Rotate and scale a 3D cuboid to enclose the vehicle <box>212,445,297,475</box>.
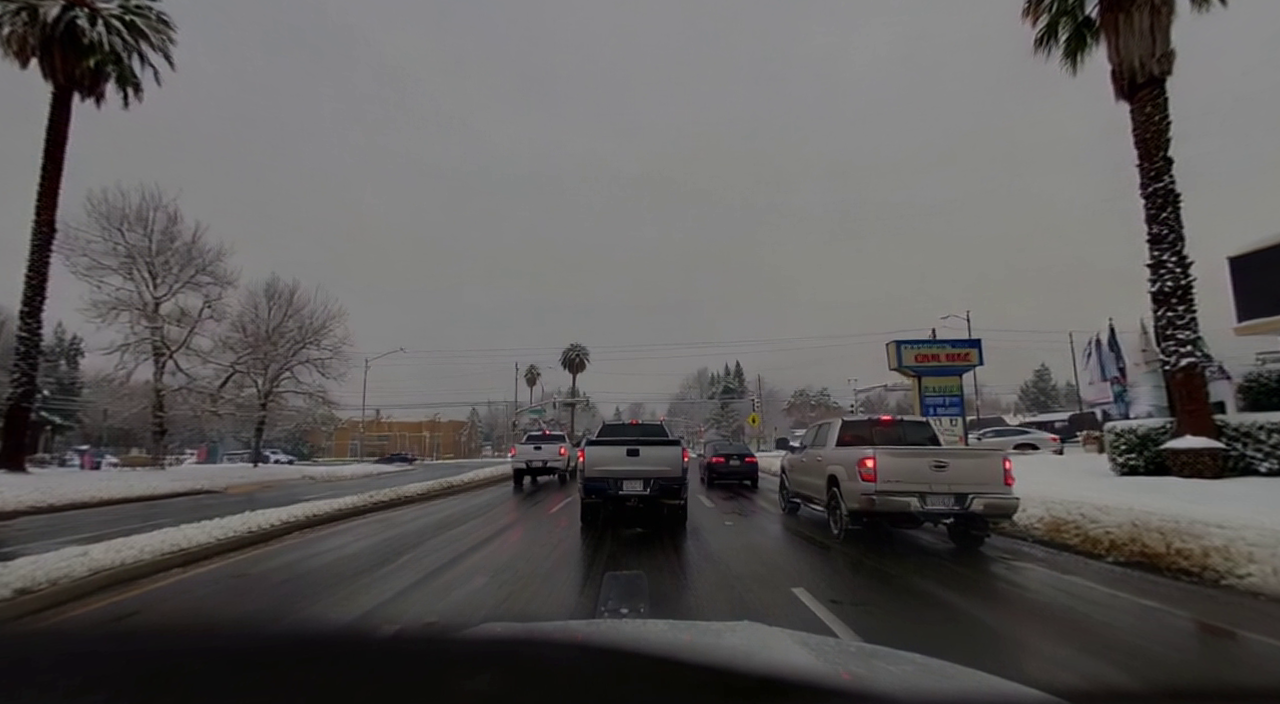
[{"bbox_3d":[-29.067,8.098,47.678,2.543,2.092,6.613,0,-8,-3],"label":"vehicle"}]

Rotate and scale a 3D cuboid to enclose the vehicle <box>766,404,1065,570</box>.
[{"bbox_3d":[3.610,1.903,9.774,2.120,1.828,5.531,0,-8,0],"label":"vehicle"}]

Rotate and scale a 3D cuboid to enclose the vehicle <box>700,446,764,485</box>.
[{"bbox_3d":[3.488,4.368,24.507,1.901,1.401,3.965,0,-8,0],"label":"vehicle"}]

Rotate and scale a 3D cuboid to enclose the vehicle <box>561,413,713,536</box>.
[{"bbox_3d":[0.020,2.247,12.266,2.295,1.835,5.471,0,-8,1],"label":"vehicle"}]

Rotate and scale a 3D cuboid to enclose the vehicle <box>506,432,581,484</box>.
[{"bbox_3d":[-3.629,4.107,24.569,2.071,1.811,4.605,0,-8,2],"label":"vehicle"}]
